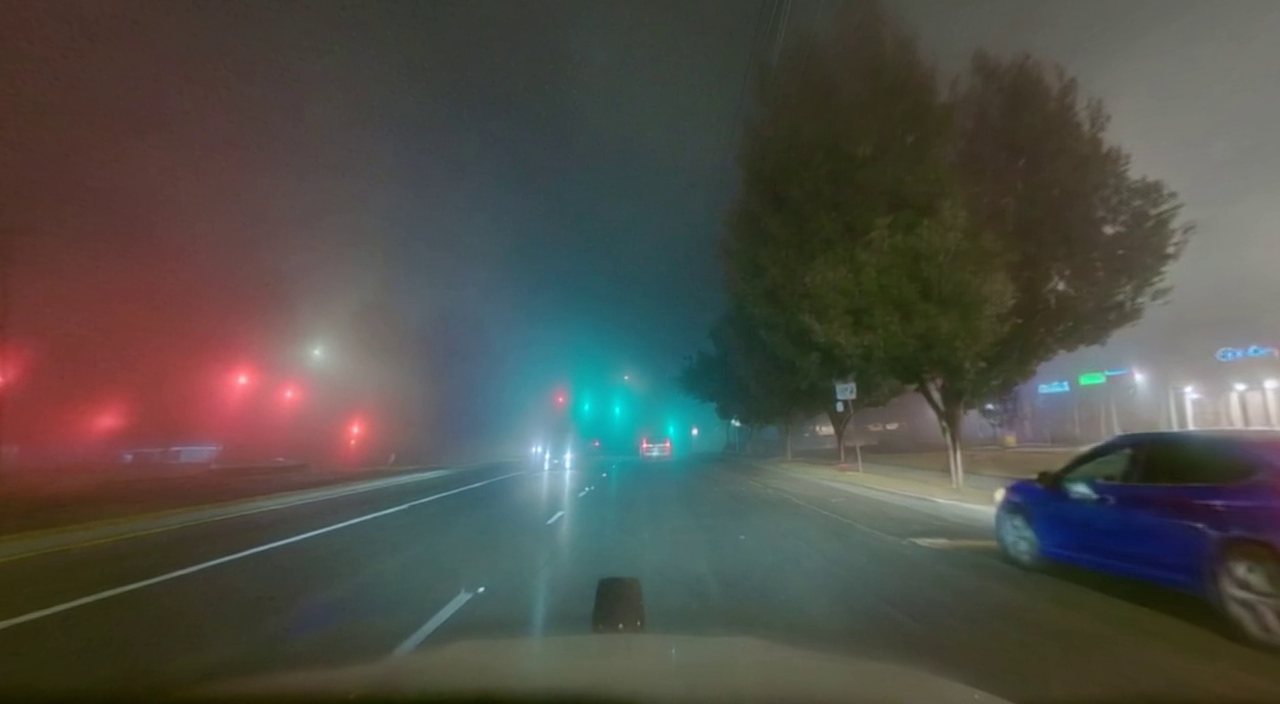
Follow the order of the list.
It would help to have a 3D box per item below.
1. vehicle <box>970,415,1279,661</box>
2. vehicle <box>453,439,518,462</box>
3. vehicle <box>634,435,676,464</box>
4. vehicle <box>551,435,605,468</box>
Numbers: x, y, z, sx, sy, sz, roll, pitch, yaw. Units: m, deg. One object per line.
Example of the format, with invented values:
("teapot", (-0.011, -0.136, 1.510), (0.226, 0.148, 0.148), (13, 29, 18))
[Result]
("vehicle", (4.804, 1.317, 5.134), (1.942, 1.469, 4.049), (0, -8, -2))
("vehicle", (-11.729, 7.438, 47.967), (4.541, 1.689, 1.966), (3, -9, -19))
("vehicle", (0.760, 5.127, 33.309), (2.059, 1.456, 4.047), (0, -8, 1))
("vehicle", (-2.919, 4.773, 30.528), (2.032, 1.467, 4.411), (0, -8, 2))
